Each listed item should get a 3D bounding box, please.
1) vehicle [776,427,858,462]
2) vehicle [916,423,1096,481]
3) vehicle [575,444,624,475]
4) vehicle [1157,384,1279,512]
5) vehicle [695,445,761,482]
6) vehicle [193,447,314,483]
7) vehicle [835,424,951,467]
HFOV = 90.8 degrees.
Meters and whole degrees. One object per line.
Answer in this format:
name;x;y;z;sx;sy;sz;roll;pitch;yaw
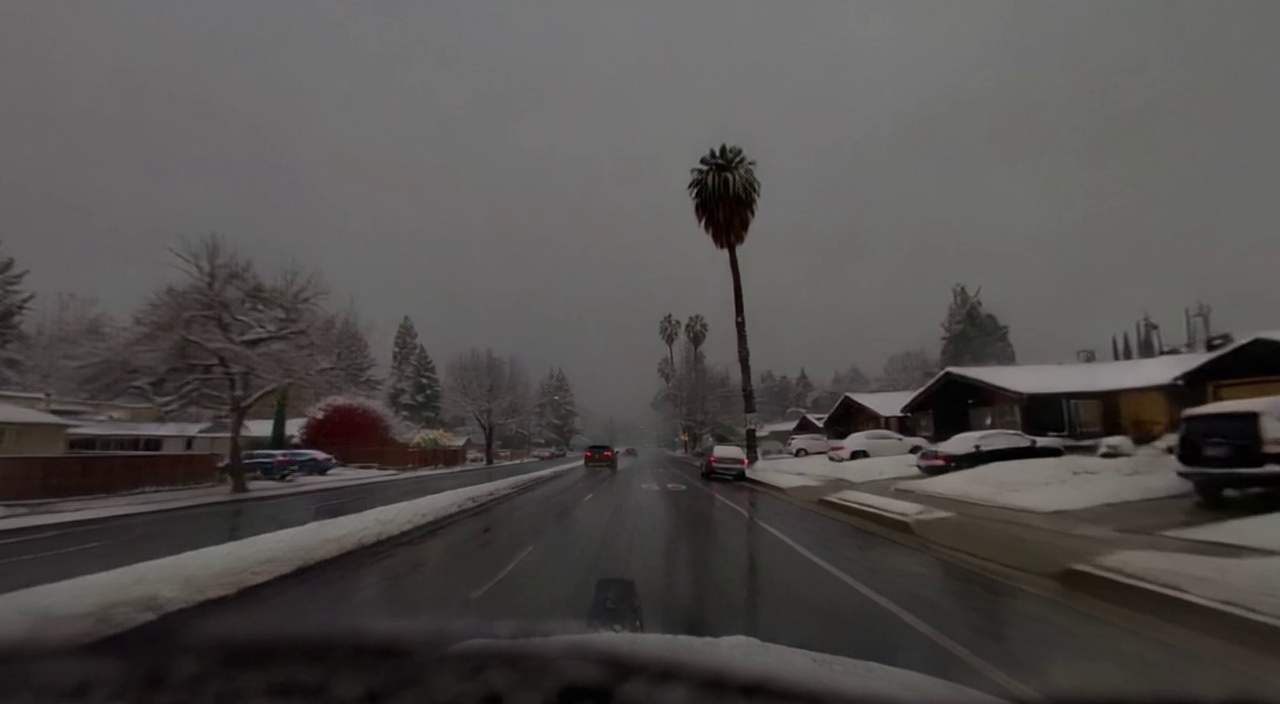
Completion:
vehicle;13.803;7.257;49.436;5.550;2.066;2.288;-12;-13;29
vehicle;11.426;3.140;19.961;4.454;1.499;1.821;-3;-9;-1
vehicle;-2.044;5.579;33.058;2.035;1.474;4.284;0;-9;4
vehicle;11.205;1.527;10.821;4.531;1.864;2.037;2;-11;-32
vehicle;3.762;4.875;27.875;2.025;1.456;4.865;0;-9;-3
vehicle;-19.906;5.814;32.700;4.992;1.779;1.928;0;-9;2
vehicle;12.036;4.506;30.363;4.710;1.731;1.972;-4;-10;7
